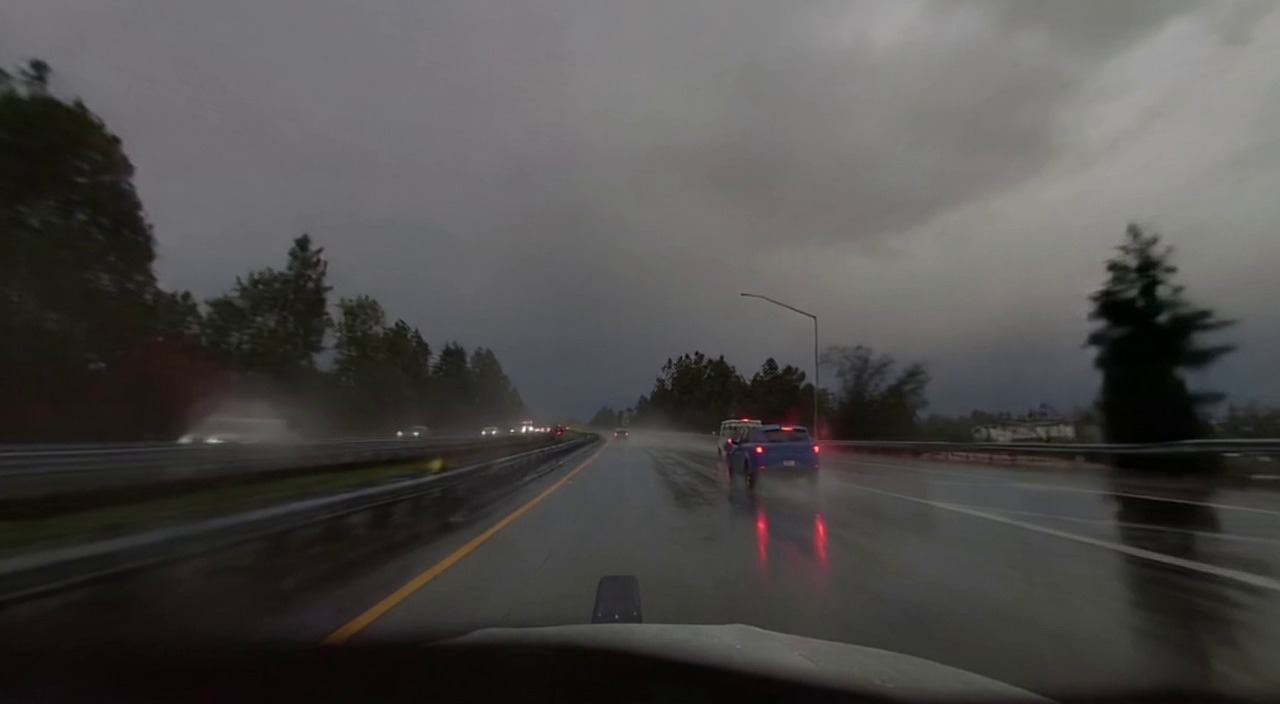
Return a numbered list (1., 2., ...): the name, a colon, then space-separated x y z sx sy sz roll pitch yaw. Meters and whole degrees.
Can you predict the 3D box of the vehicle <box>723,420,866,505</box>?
1. vehicle: 3.155 2.319 13.764 2.002 1.569 3.845 0 -8 -2
